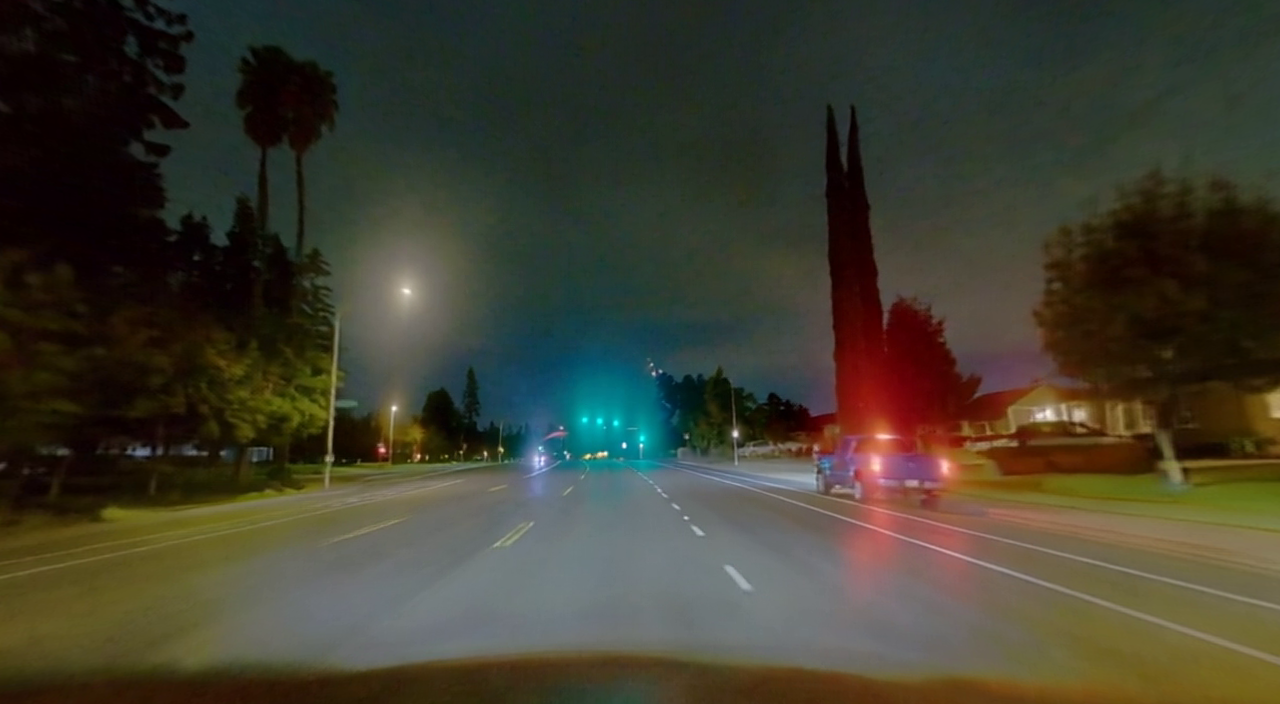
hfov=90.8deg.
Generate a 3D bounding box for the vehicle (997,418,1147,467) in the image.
[{"bbox_3d":[17.544,3.692,25.802,4.623,1.741,1.924,-2,-8,-1],"label":"vehicle"}]

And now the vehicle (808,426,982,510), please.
[{"bbox_3d":[6.513,3.037,17.128,2.285,1.868,5.575,0,-9,-1],"label":"vehicle"}]

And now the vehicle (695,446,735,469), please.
[{"bbox_3d":[5.093,7.259,43.541,1.969,1.495,4.328,0,-9,-3],"label":"vehicle"}]
